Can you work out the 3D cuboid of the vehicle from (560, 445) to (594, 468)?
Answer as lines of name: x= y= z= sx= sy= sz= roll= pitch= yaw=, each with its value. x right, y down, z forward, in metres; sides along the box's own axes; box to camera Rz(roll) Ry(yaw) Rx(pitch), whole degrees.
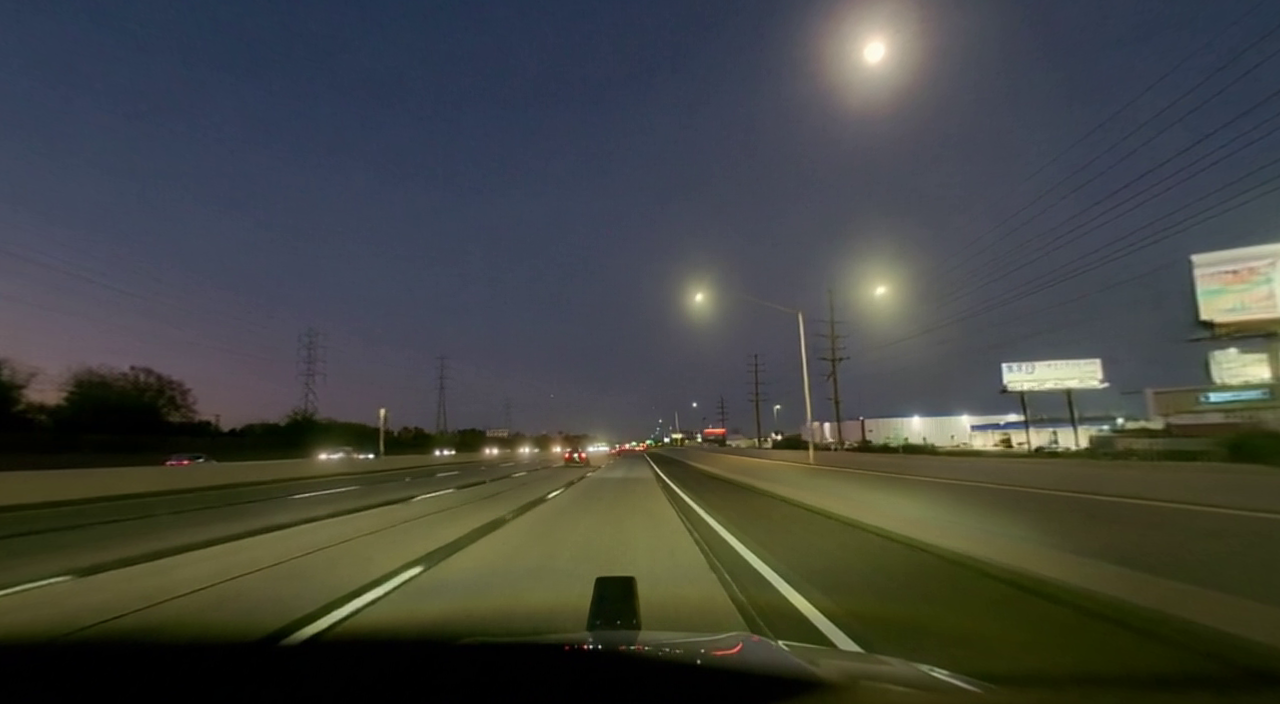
vehicle: x=-4.247 y=7.148 z=43.261 sx=1.940 sy=1.479 sz=4.545 roll=0 pitch=-9 yaw=0
